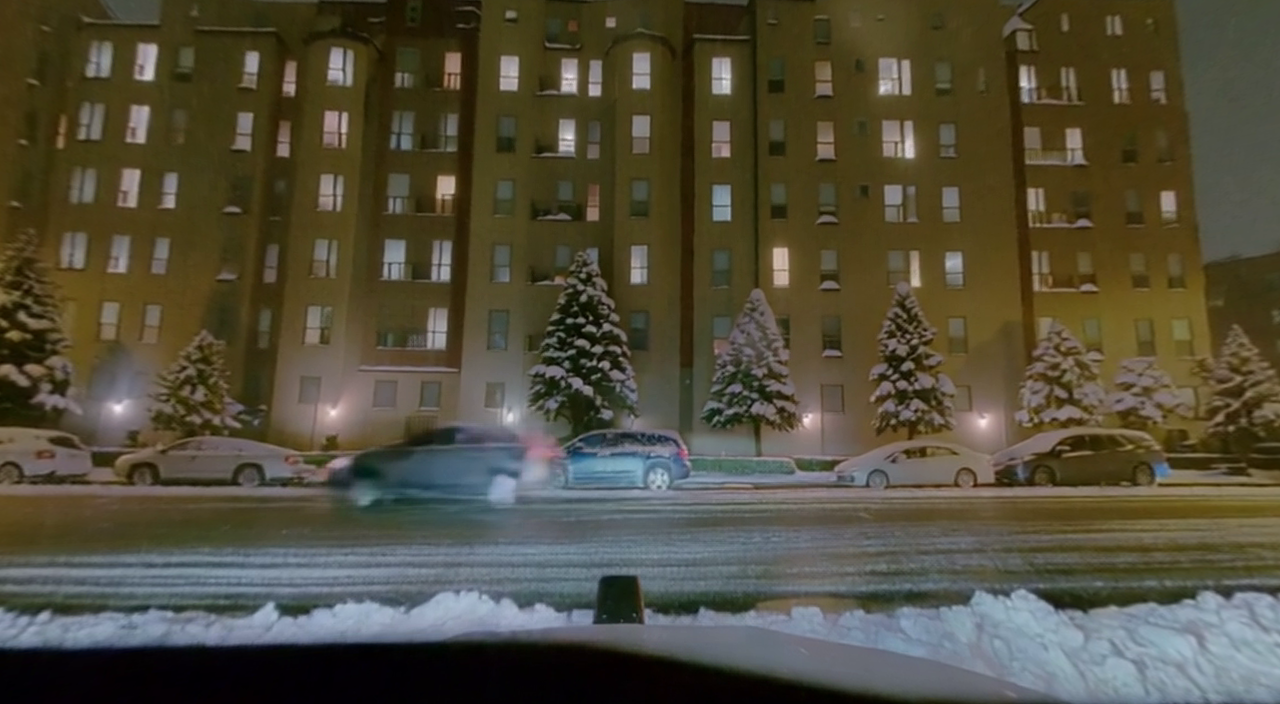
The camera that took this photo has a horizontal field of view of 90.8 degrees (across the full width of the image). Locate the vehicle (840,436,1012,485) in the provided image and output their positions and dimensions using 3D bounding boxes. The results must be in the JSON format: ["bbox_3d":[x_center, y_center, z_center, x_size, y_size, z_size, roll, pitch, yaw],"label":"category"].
[{"bbox_3d":[8.712,3.297,19.460,4.521,1.411,1.726,1,-7,-5],"label":"vehicle"}]

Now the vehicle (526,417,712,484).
[{"bbox_3d":[-0.680,2.977,19.035,5.299,1.860,2.098,1,-10,-7],"label":"vehicle"}]

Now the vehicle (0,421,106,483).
[{"bbox_3d":[-18.236,2.812,17.786,4.426,1.641,1.889,1,-9,-7],"label":"vehicle"}]

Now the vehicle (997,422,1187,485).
[{"bbox_3d":[14.239,3.188,20.093,4.544,1.780,1.966,0,-7,-3],"label":"vehicle"}]

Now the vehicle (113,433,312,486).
[{"bbox_3d":[-12.179,3.077,18.258,4.336,1.438,1.776,1,-8,-5],"label":"vehicle"}]

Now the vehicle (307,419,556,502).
[{"bbox_3d":[-4.010,2.173,12.848,4.396,1.501,1.955,0,-9,-4],"label":"vehicle"}]
